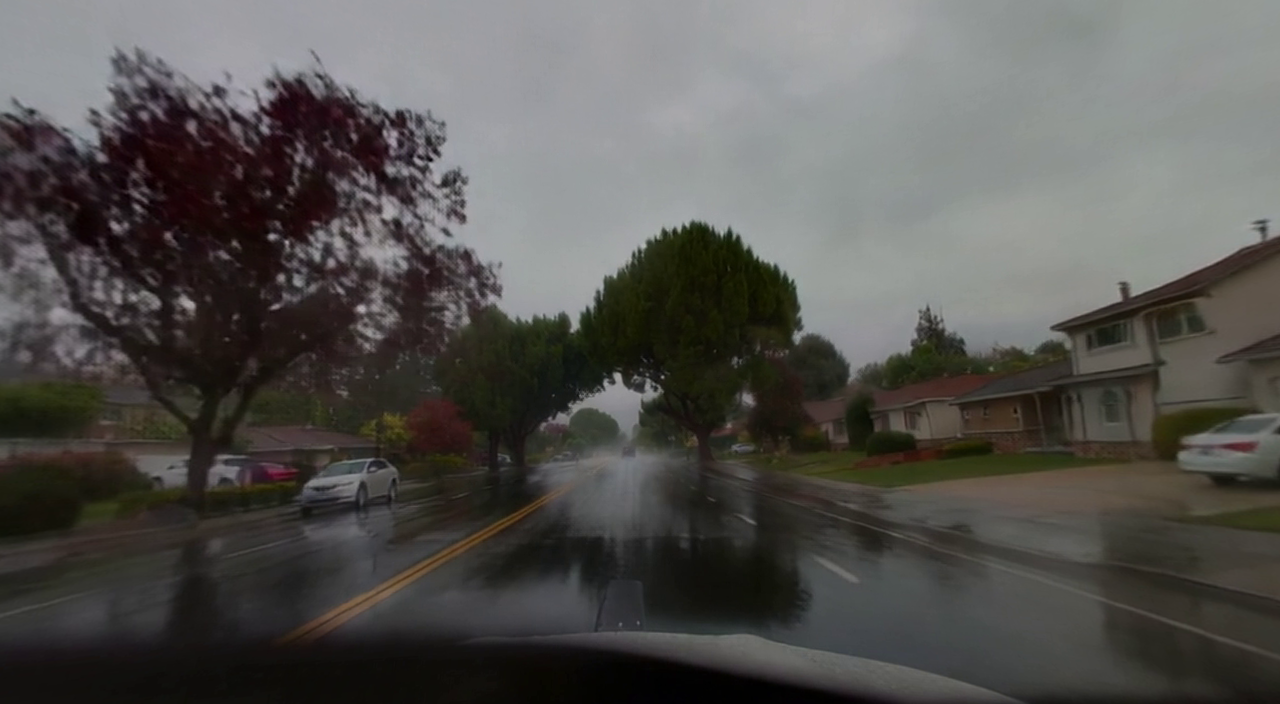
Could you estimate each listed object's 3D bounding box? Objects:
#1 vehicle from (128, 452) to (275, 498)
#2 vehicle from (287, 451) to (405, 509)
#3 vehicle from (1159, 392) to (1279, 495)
[{"bbox_3d":[-19.599,5.486,28.449,4.802,1.868,2.395,-1,-9,-2],"label":"vehicle"},{"bbox_3d":[-9.733,4.224,21.353,1.931,1.465,4.683,-5,-8,-3],"label":"vehicle"},{"bbox_3d":[13.948,1.867,13.037,4.441,1.932,2.243,0,-8,-1],"label":"vehicle"}]
